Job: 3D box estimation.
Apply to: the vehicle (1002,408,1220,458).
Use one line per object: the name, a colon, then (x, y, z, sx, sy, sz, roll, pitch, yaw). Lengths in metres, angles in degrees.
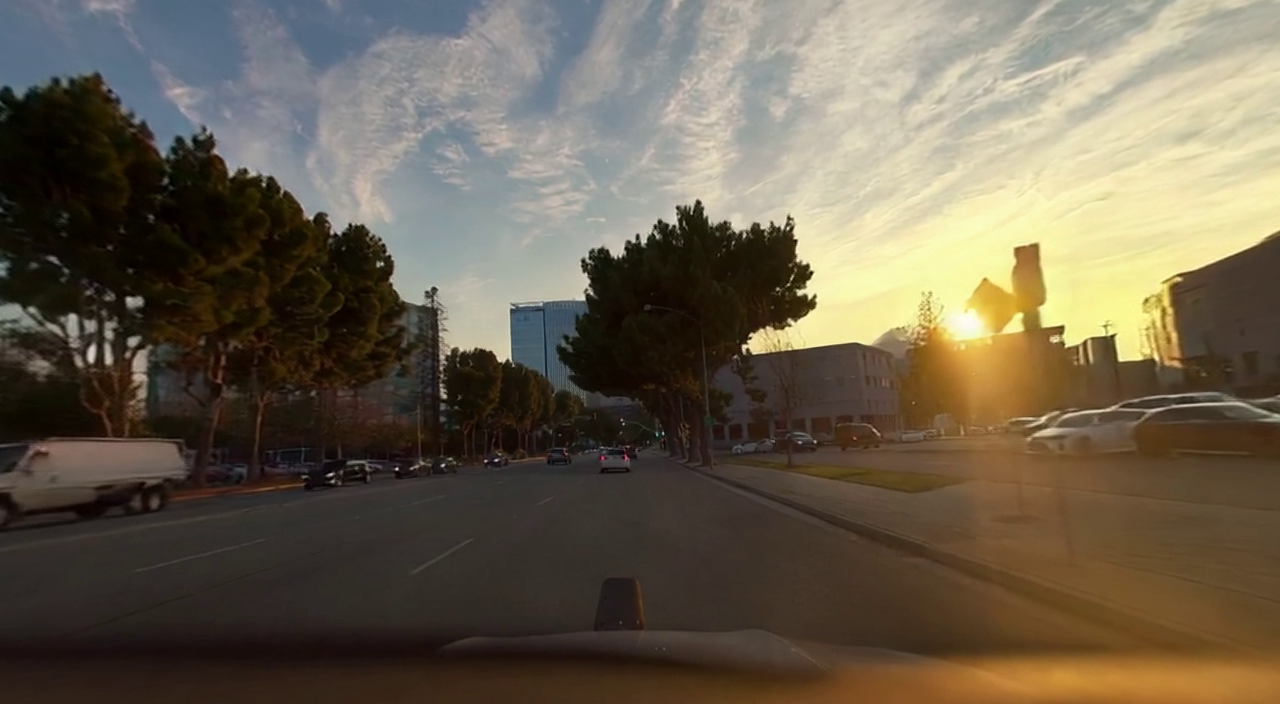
vehicle: (14.470, 2.539, 19.684, 5.047, 1.461, 2.133, 0, -9, 1)

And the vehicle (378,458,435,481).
vehicle: (-16.417, 8.251, 44.673, 2.058, 1.459, 4.704, 0, -9, 2)

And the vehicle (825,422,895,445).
vehicle: (15.221, 5.695, 43.801, 3.956, 1.504, 2.170, 2, -9, -9)

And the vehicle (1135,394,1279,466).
vehicle: (13.881, 1.694, 13.633, 4.739, 1.424, 1.936, -1, -9, -1)

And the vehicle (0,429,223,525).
vehicle: (-18.399, 4.044, 21.352, 2.599, 2.675, 7.177, -2, -9, 13)

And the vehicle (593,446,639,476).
vehicle: (-1.252, 6.034, 35.257, 2.235, 1.500, 4.420, 0, -8, 2)

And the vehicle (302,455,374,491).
vehicle: (-16.970, 6.800, 35.740, 2.016, 1.598, 4.545, -5, -8, -2)
